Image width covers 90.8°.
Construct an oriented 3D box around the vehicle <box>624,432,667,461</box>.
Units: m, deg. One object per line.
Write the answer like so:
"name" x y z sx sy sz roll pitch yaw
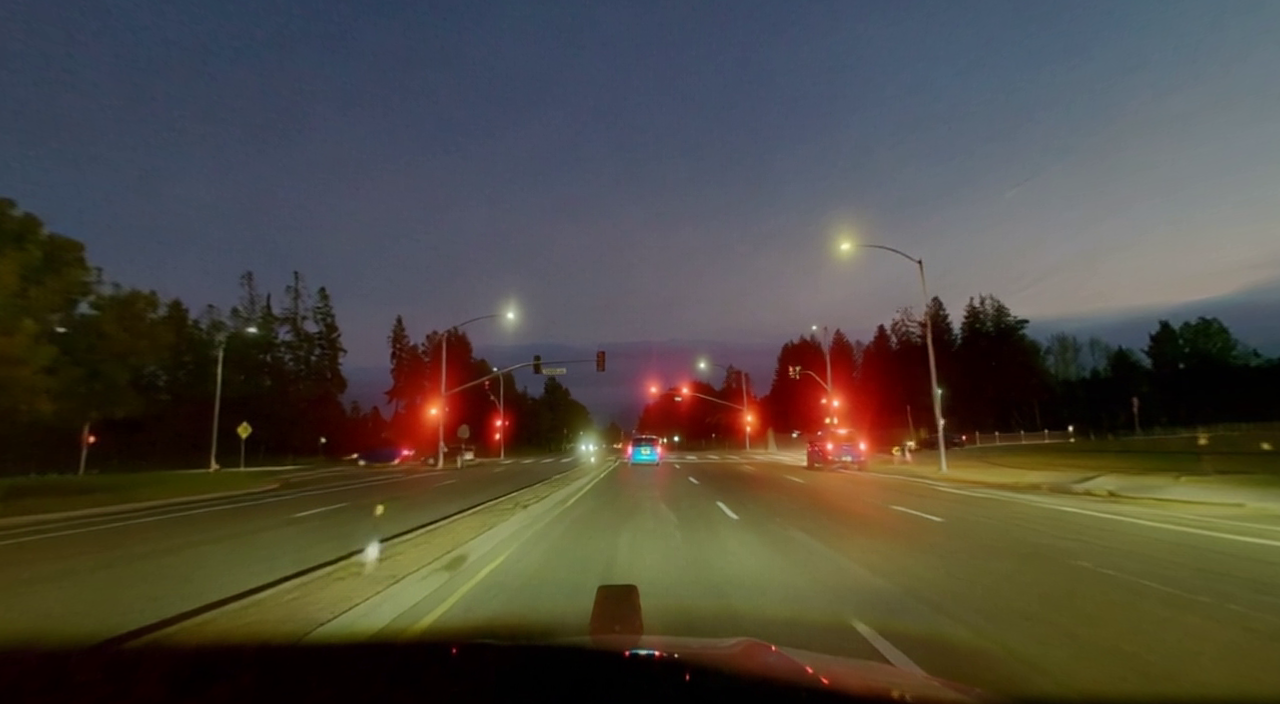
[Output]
"vehicle" 0.369 5.521 36.813 2.074 1.570 3.647 -1 -8 8
